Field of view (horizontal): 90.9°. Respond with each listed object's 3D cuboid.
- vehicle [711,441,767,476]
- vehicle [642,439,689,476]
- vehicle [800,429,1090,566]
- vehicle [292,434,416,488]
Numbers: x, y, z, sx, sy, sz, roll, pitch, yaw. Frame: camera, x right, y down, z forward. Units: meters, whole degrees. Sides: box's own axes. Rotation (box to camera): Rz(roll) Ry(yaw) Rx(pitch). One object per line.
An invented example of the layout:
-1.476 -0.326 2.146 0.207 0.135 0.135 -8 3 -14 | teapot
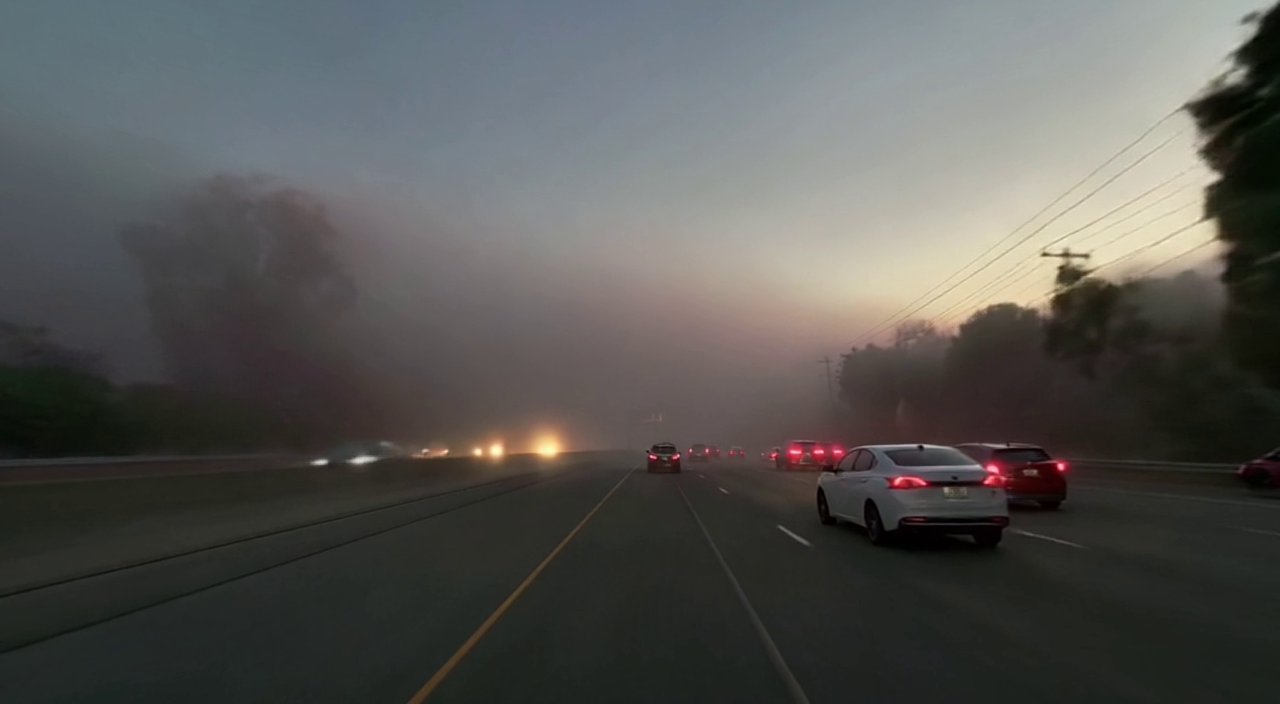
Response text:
4.440 4.839 28.853 1.936 1.465 4.060 0 -8 1 | vehicle
1.148 4.859 29.229 2.042 1.581 3.769 0 -8 2 | vehicle
3.913 1.919 9.172 1.986 1.478 4.429 0 -8 0 | vehicle
-9.655 3.687 21.756 2.035 1.654 4.342 -1 -8 3 | vehicle
